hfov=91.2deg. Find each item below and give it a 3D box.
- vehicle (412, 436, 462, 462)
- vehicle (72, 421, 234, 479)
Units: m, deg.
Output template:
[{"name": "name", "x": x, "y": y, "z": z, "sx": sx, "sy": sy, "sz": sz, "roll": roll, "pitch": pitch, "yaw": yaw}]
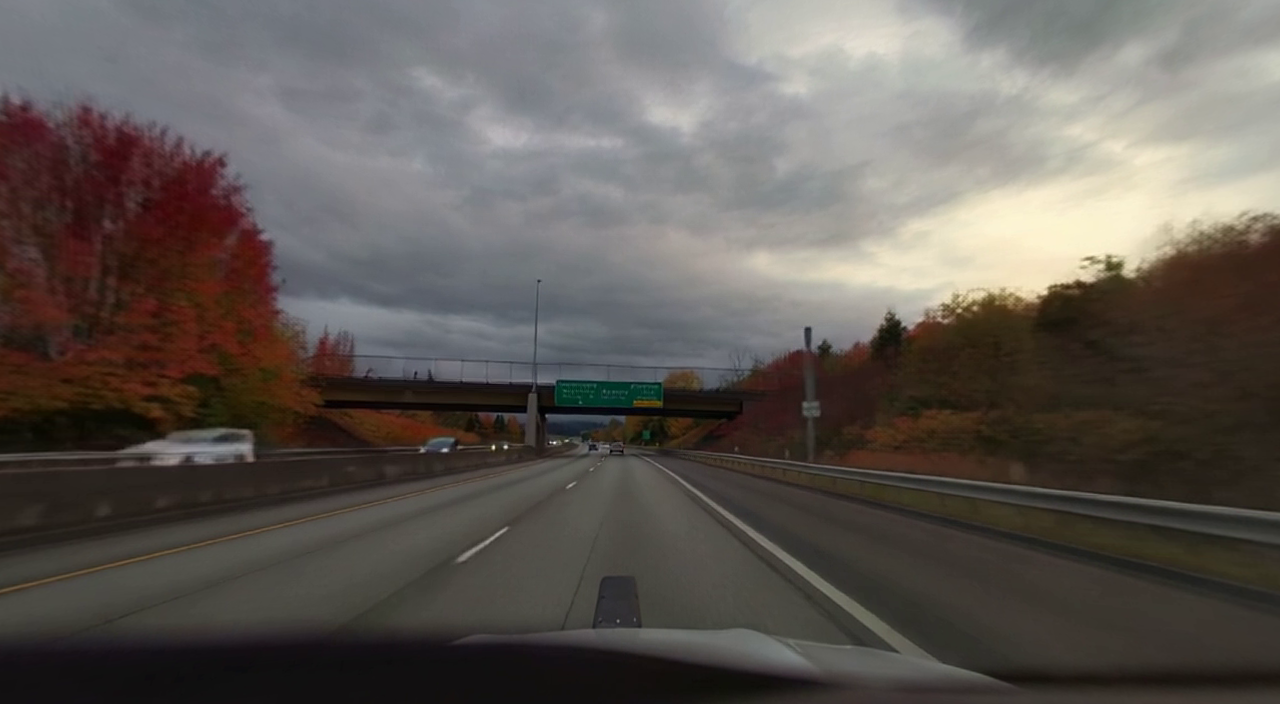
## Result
[{"name": "vehicle", "x": -13.836, "y": 6.651, "z": 42.944, "sx": 2.017, "sy": 1.626, "sz": 4.284, "roll": 0, "pitch": -9, "yaw": -1}, {"name": "vehicle", "x": -17.264, "y": 3.524, "z": 22.629, "sx": 1.955, "sy": 1.814, "sz": 4.823, "roll": 0, "pitch": -9, "yaw": -1}]
